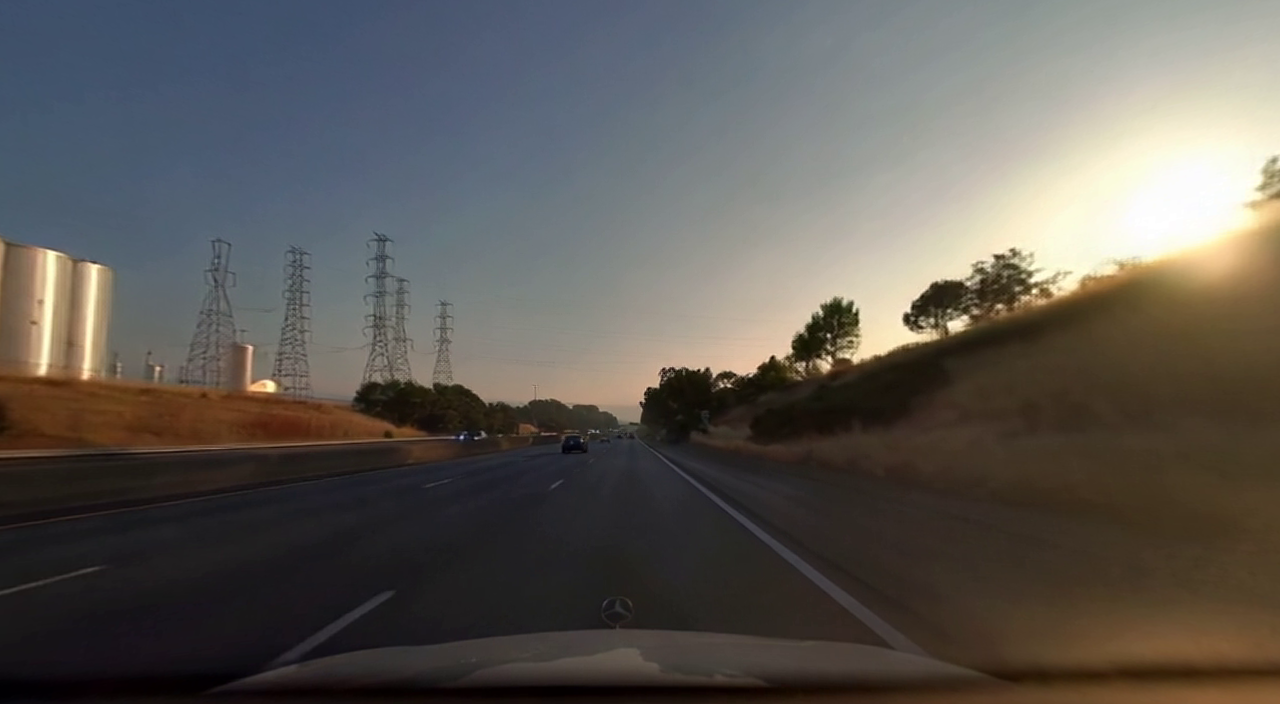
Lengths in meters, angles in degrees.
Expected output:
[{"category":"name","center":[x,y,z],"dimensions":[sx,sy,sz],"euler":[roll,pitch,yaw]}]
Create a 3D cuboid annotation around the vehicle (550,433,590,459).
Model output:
[{"category":"vehicle","center":[-4.082,5.507,37.187],"dimensions":[1.952,1.462,3.969],"euler":[0,-8,-1]}]
